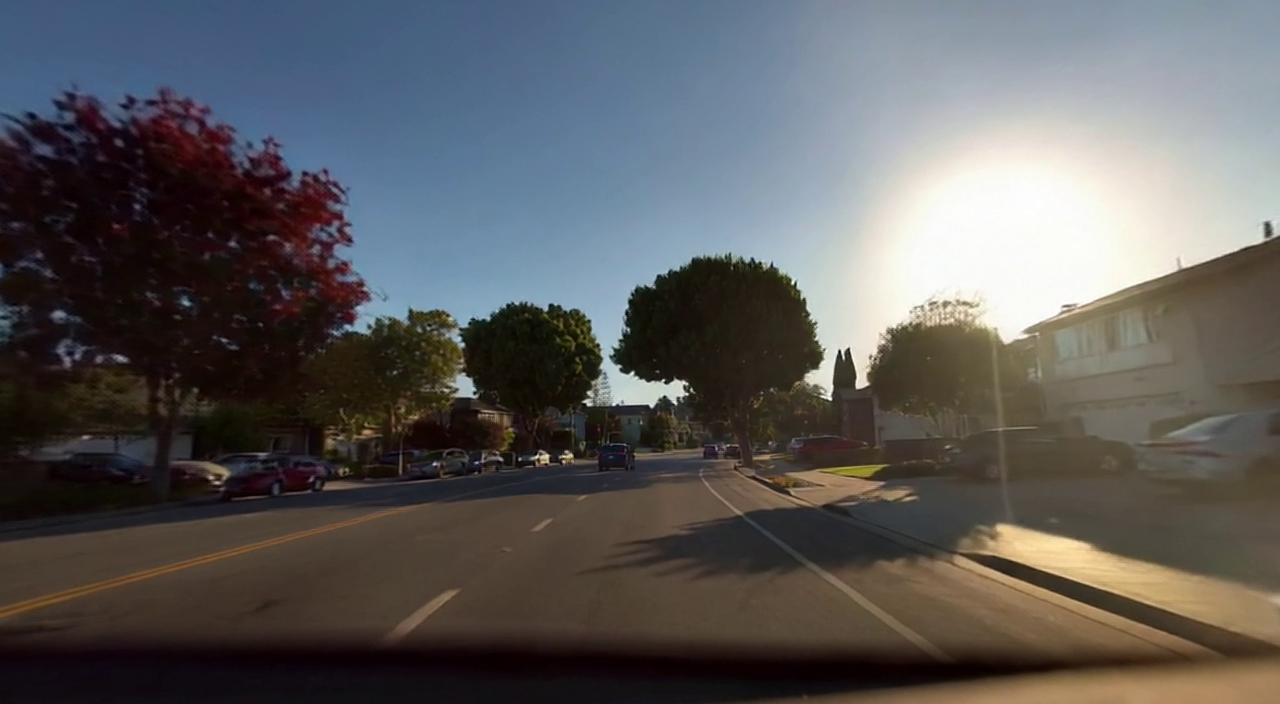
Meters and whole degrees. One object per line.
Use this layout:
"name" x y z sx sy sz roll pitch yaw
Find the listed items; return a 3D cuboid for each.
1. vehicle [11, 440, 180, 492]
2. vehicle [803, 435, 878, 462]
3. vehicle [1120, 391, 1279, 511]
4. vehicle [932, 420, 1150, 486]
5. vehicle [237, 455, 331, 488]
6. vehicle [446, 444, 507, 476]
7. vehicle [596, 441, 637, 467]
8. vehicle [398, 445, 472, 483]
"vehicle" -20.437 4.318 23.860 4.628 1.808 1.899 0 -12 5
"vehicle" 13.475 6.510 42.640 4.383 1.602 1.920 -4 -9 5
"vehicle" 11.664 1.526 10.704 5.036 1.782 2.098 -5 -9 6
"vehicle" 11.281 2.889 18.140 4.757 1.536 1.938 -4 -9 6
"vehicle" -17.289 5.799 30.946 1.872 1.396 4.150 -1 -8 6
"vehicle" -11.395 7.553 44.567 2.114 1.931 5.936 -4 -9 7
"vehicle" -1.608 7.258 45.139 2.135 1.731 4.232 -1 -9 8
"vehicle" -12.216 6.666 38.078 2.157 1.882 5.479 -7 -9 5
